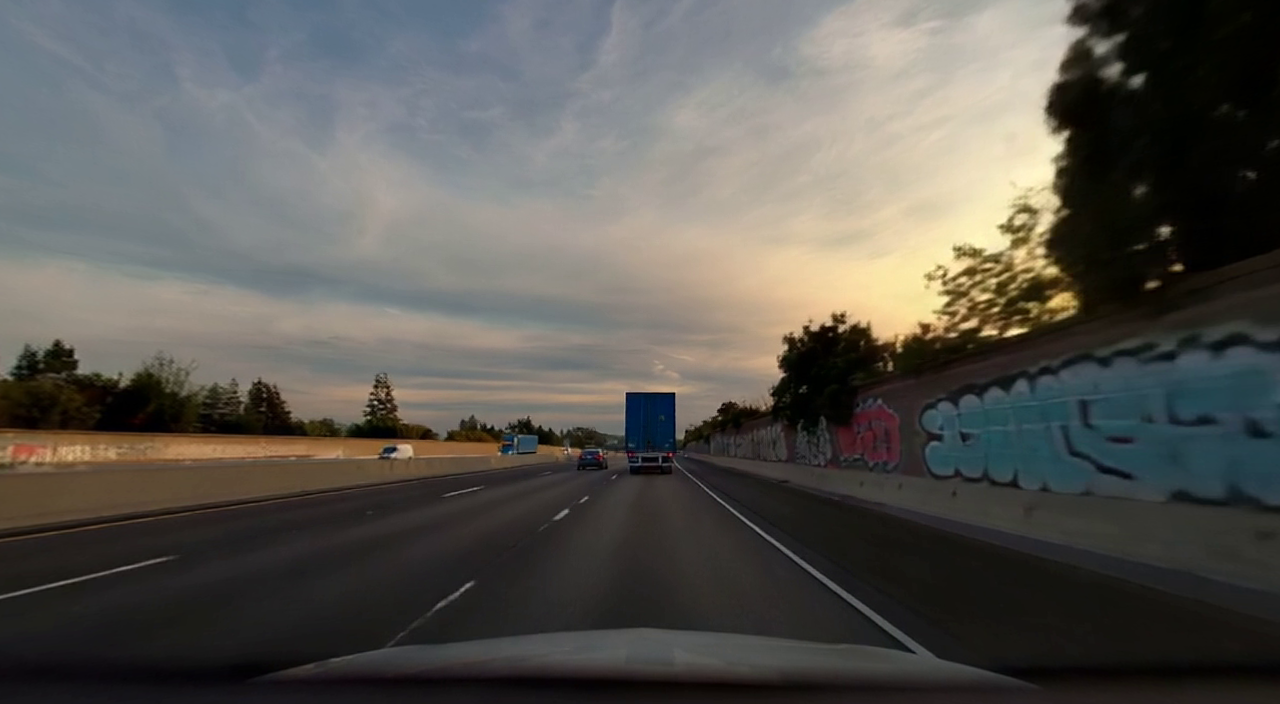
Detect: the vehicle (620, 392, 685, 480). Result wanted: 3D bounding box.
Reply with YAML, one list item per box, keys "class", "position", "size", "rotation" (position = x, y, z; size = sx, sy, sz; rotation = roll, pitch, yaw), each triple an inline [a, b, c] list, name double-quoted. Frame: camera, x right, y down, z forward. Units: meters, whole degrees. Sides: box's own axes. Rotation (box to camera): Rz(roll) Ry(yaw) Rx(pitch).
- class: "vehicle"
  position: [0.631, 4.732, 34.716]
  size: [2.997, 4.069, 10.871]
  rotation: [0, -9, 0]
